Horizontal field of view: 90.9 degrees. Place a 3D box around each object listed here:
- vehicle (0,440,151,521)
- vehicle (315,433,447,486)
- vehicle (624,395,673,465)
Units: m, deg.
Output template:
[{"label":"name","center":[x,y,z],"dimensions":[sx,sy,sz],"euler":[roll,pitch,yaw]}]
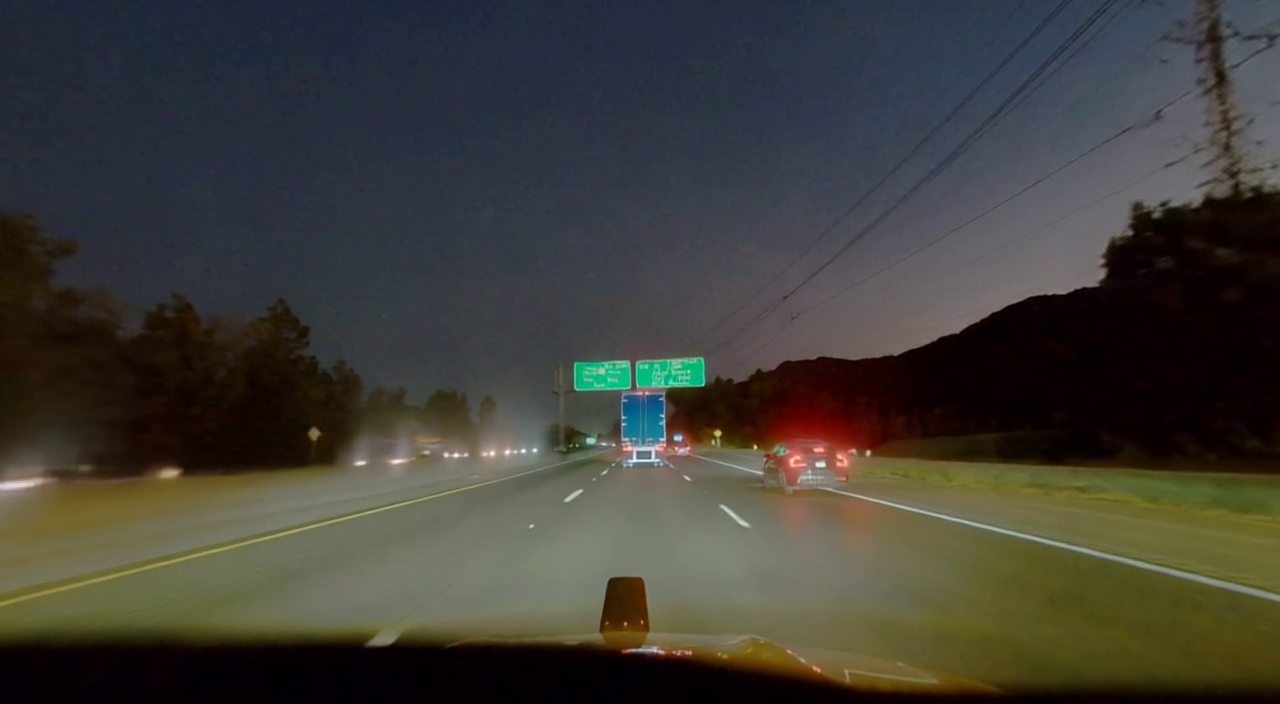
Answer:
[{"label":"vehicle","center":[-16.143,3.231,16.194],"dimensions":[2.118,1.889,6.262],"euler":[0,-8,0]},{"label":"vehicle","center":[-11.459,4.866,29.114],"dimensions":[2.034,2.006,9.585],"euler":[0,-8,0]},{"label":"vehicle","center":[0.431,5.426,42.898],"dimensions":[2.919,4.101,11.541],"euler":[0,-8,-1]}]
